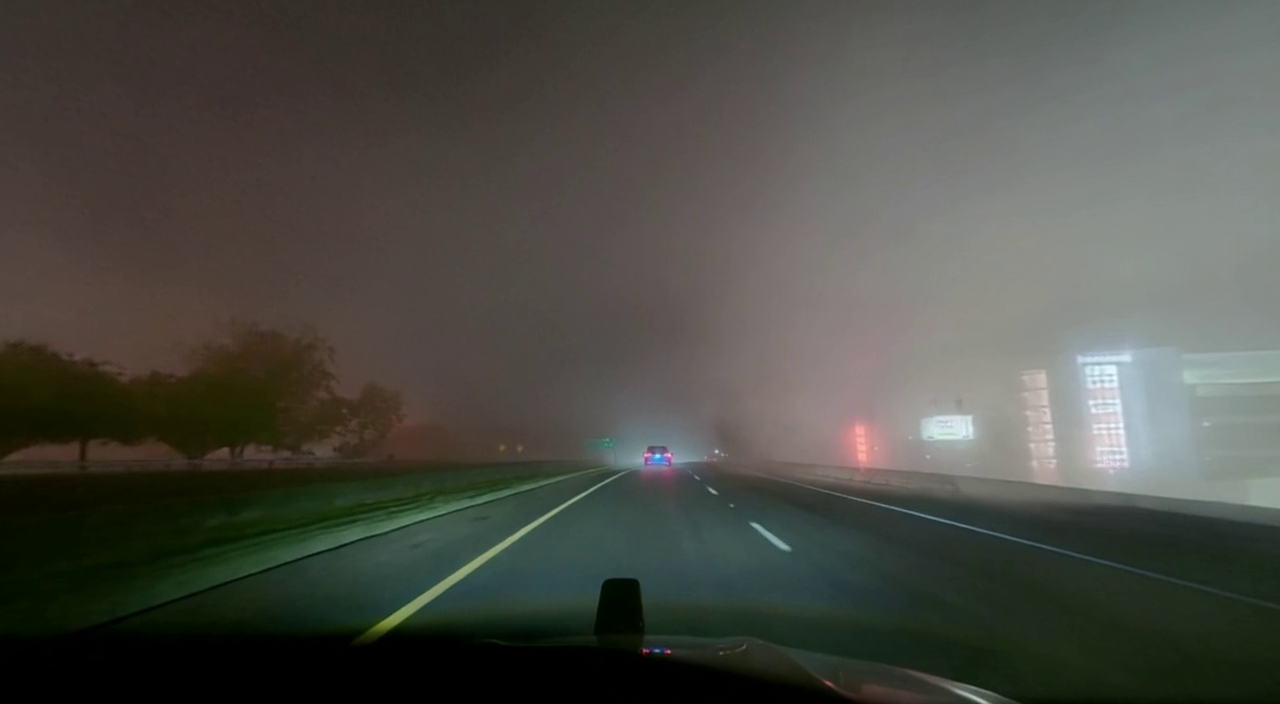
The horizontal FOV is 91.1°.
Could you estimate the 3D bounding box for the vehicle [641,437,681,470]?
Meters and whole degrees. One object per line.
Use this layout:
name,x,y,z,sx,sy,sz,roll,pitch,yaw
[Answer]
vehicle,1.473,6.908,42.859,2.546,2.126,5.153,-1,-8,3
